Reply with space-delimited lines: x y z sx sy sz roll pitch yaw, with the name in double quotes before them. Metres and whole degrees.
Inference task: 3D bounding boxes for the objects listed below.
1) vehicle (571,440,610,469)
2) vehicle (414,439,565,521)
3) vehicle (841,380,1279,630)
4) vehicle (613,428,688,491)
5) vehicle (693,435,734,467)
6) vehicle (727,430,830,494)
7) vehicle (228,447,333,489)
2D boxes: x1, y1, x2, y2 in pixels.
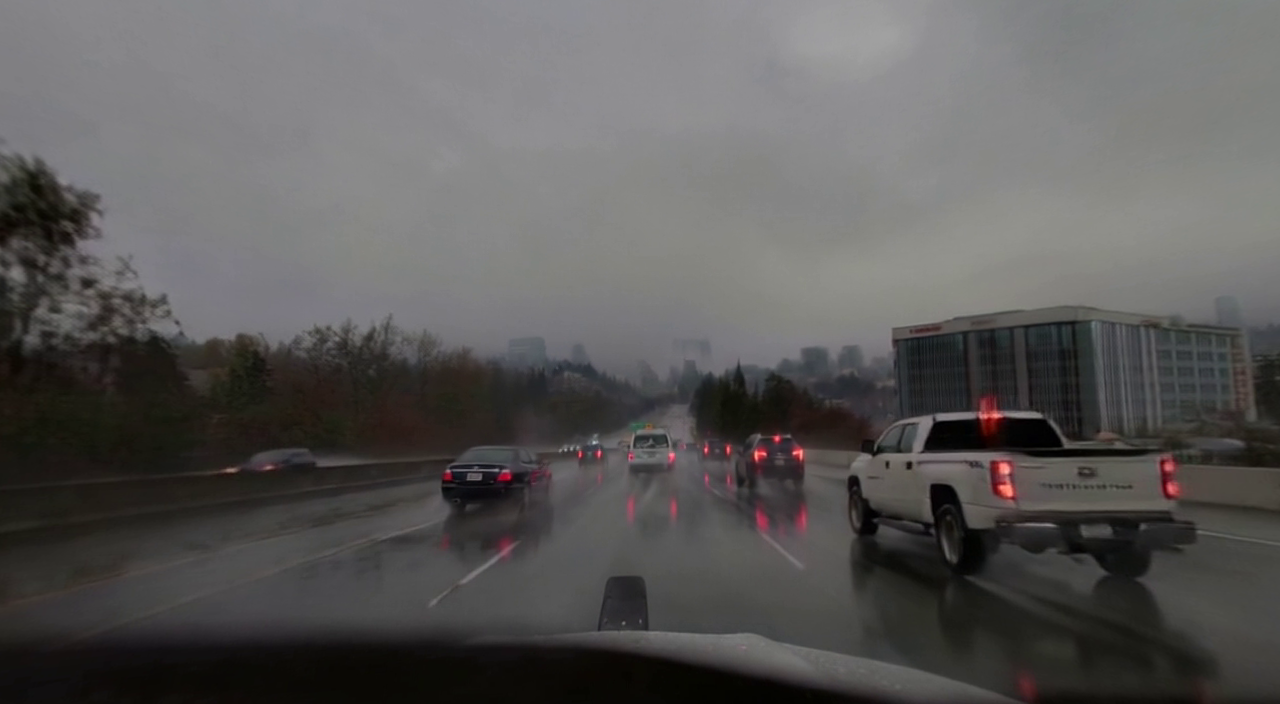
"vehicle" -3.022 6.380 39.388 1.951 1.694 4.188 -1 -9 2
"vehicle" -3.010 2.689 13.866 1.965 1.443 4.968 -1 -9 2
"vehicle" 3.927 1.389 6.655 2.156 1.701 4.494 -1 -9 1
"vehicle" 0.326 3.465 20.603 2.153 1.805 4.631 -1 -9 1
"vehicle" 4.508 6.152 39.326 2.039 1.832 3.989 0 -9 0
"vehicle" 3.958 3.233 18.852 2.094 1.676 4.309 0 -9 0
"vehicle" -17.115 5.511 30.358 2.104 1.780 4.783 -1 -9 2
